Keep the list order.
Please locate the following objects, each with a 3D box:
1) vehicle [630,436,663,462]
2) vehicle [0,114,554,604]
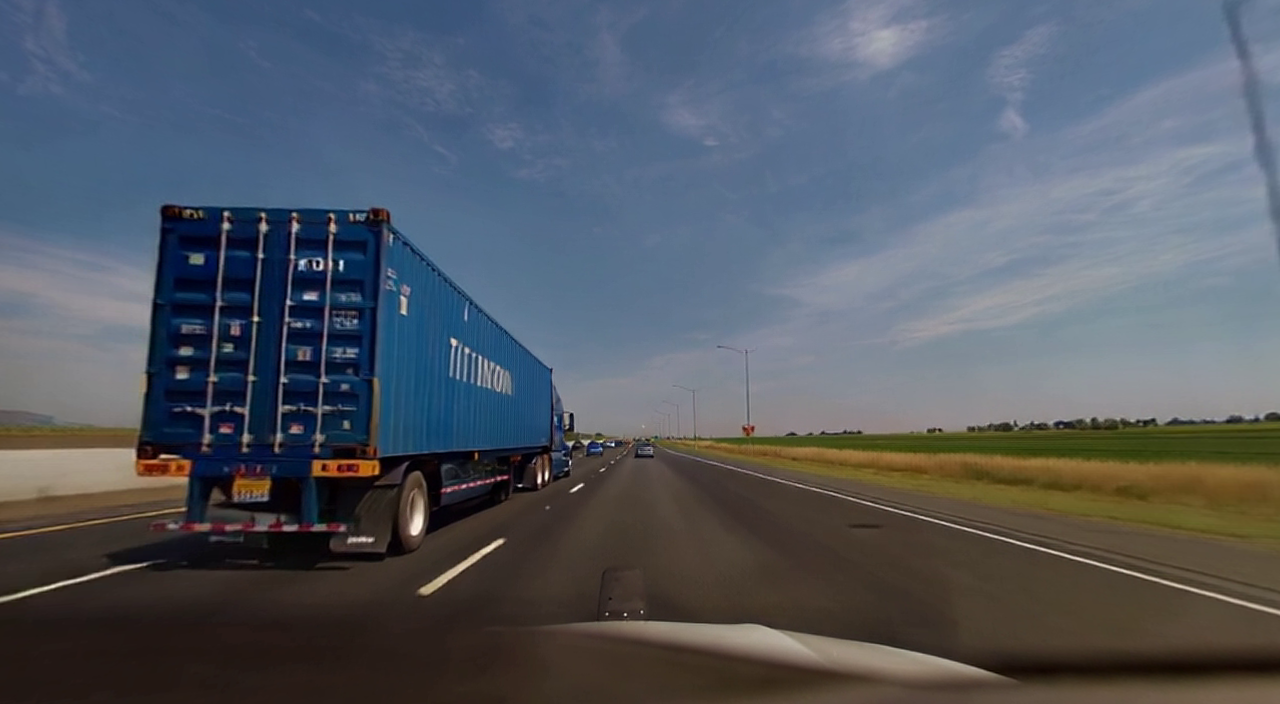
[{"bbox_3d":[0.411,6.718,43.706,2.136,1.718,4.157,0,-8,0],"label":"vehicle"},{"bbox_3d":[-4.027,0.915,11.781,2.840,4.032,13.388,0,-8,0],"label":"vehicle"}]
